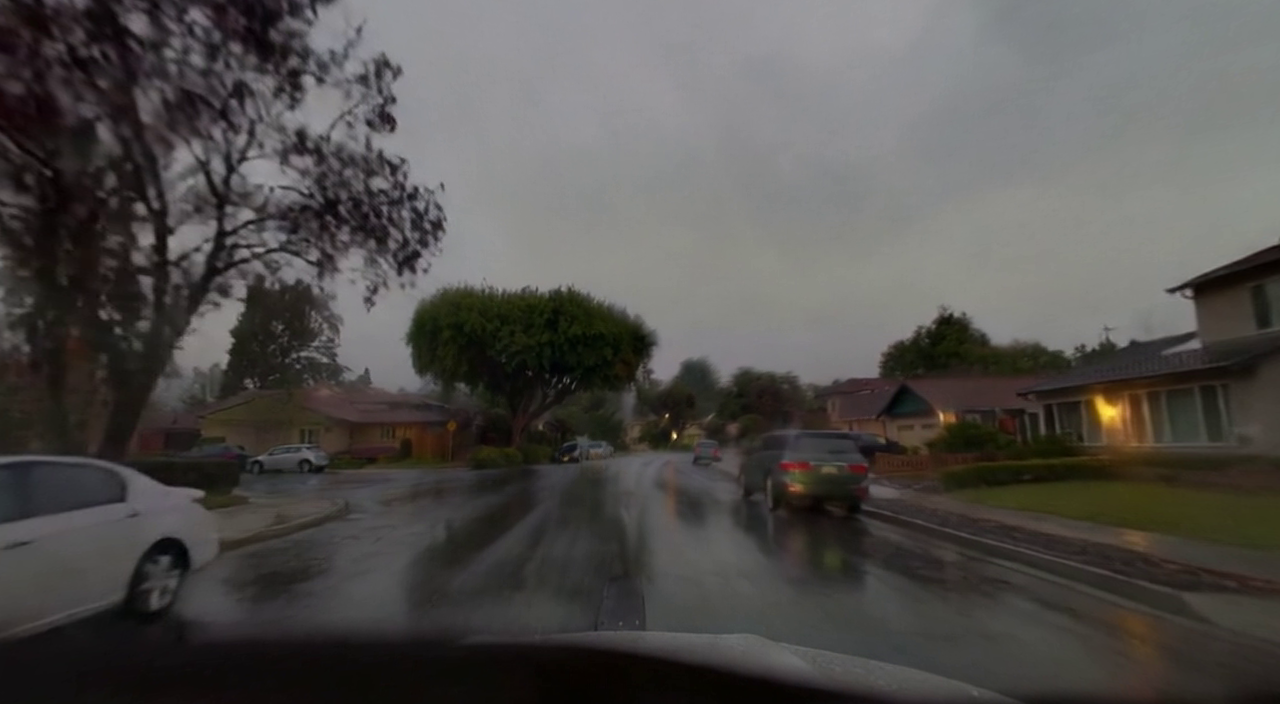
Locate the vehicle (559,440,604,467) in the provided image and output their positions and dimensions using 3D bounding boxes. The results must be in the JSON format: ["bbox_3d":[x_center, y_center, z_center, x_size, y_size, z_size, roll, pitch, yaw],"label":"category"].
[{"bbox_3d":[-4.139,7.254,45.392,2.041,1.762,4.508,-3,-8,11],"label":"vehicle"}]

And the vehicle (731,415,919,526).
[{"bbox_3d":[3.428,2.327,12.968,2.228,1.813,4.901,0,-9,-2],"label":"vehicle"}]

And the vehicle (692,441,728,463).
[{"bbox_3d":[5.594,7.884,49.772,2.075,1.657,4.648,-2,-9,15],"label":"vehicle"}]

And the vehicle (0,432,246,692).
[{"bbox_3d":[-4.690,1.256,3.866,1.981,1.463,4.631,0,-7,-6],"label":"vehicle"}]

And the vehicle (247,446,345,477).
[{"bbox_3d":[-16.722,5.297,30.789,3.734,1.441,1.756,0,-9,3],"label":"vehicle"}]
